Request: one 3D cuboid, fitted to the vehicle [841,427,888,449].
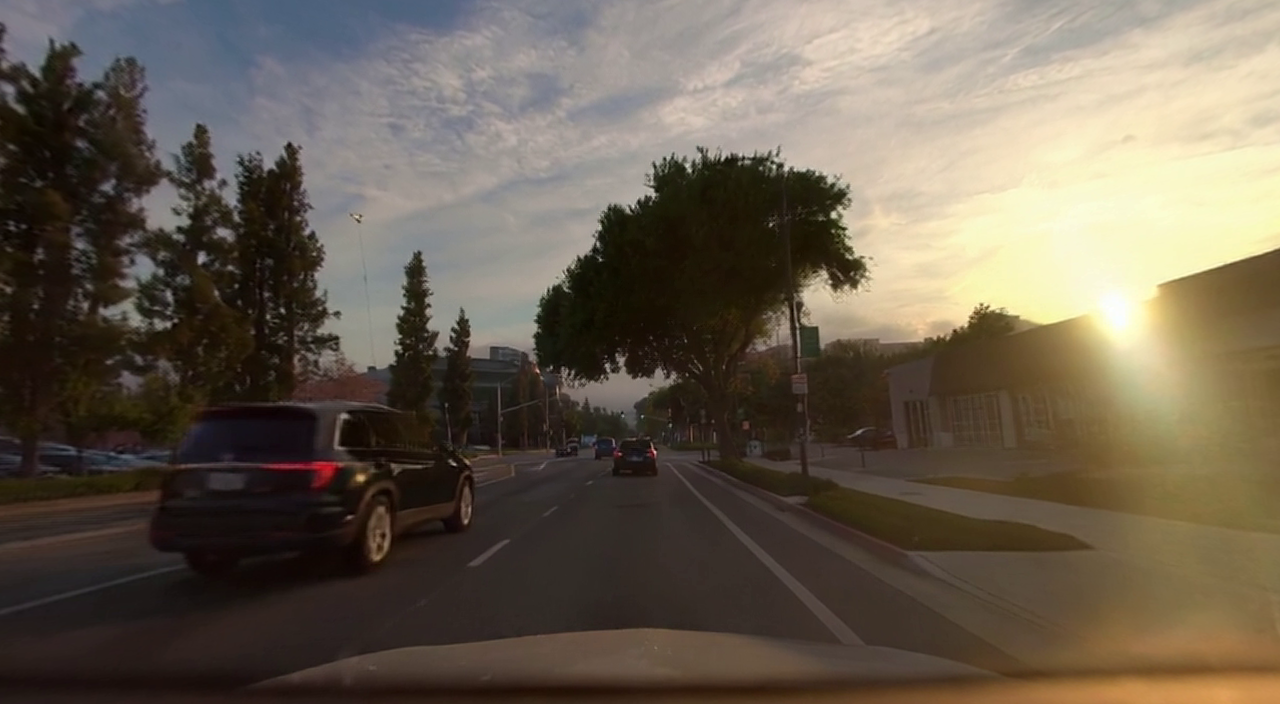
[{"bbox_3d":[17.389,6.711,49.070,1.856,1.491,4.209,-4,-8,-3],"label":"vehicle"}]

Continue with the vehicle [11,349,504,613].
[{"bbox_3d":[-3.507,1.358,7.583,2.358,1.990,5.447,0,-8,2],"label":"vehicle"}]

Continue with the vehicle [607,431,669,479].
[{"bbox_3d":[-0.017,3.825,23.599,2.108,1.612,4.246,0,-8,1],"label":"vehicle"}]
